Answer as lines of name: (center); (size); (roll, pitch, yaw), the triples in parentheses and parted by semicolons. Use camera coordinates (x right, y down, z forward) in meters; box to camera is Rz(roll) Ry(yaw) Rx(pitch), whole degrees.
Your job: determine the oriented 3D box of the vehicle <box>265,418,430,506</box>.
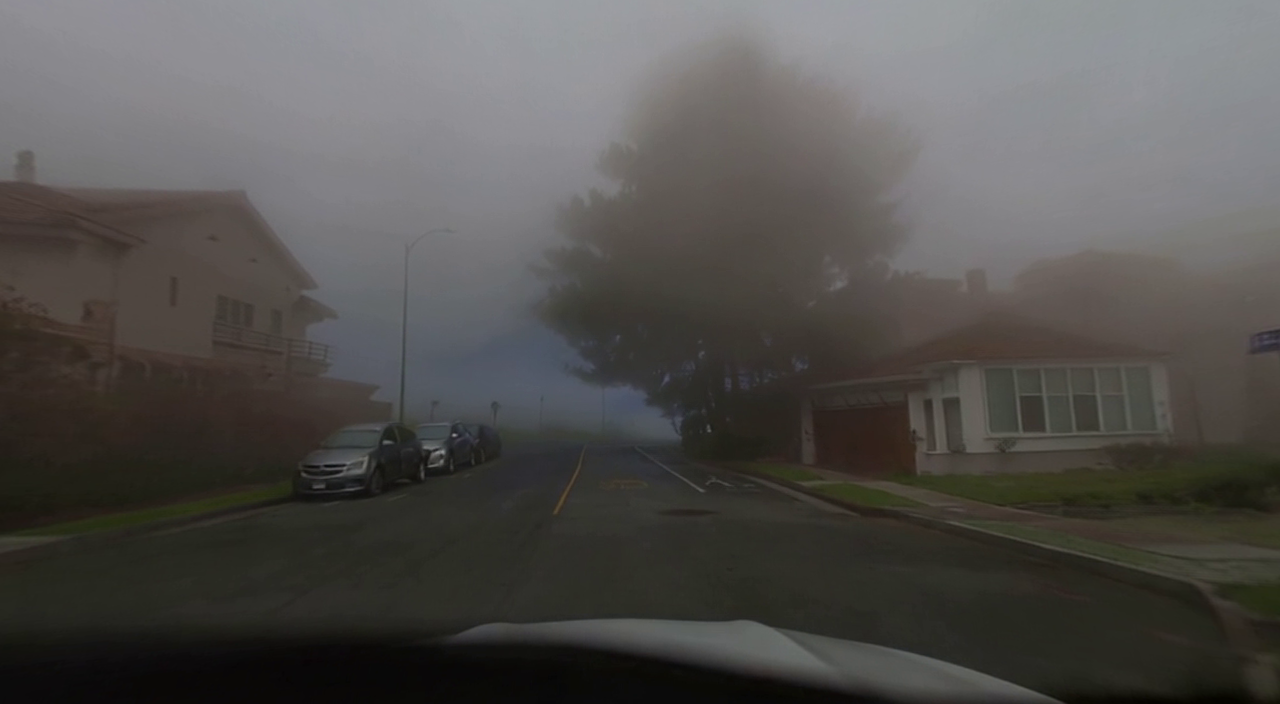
vehicle: (-6.669, 2.529, 14.998); (2.147, 1.780, 4.165); (0, -8, -4)
